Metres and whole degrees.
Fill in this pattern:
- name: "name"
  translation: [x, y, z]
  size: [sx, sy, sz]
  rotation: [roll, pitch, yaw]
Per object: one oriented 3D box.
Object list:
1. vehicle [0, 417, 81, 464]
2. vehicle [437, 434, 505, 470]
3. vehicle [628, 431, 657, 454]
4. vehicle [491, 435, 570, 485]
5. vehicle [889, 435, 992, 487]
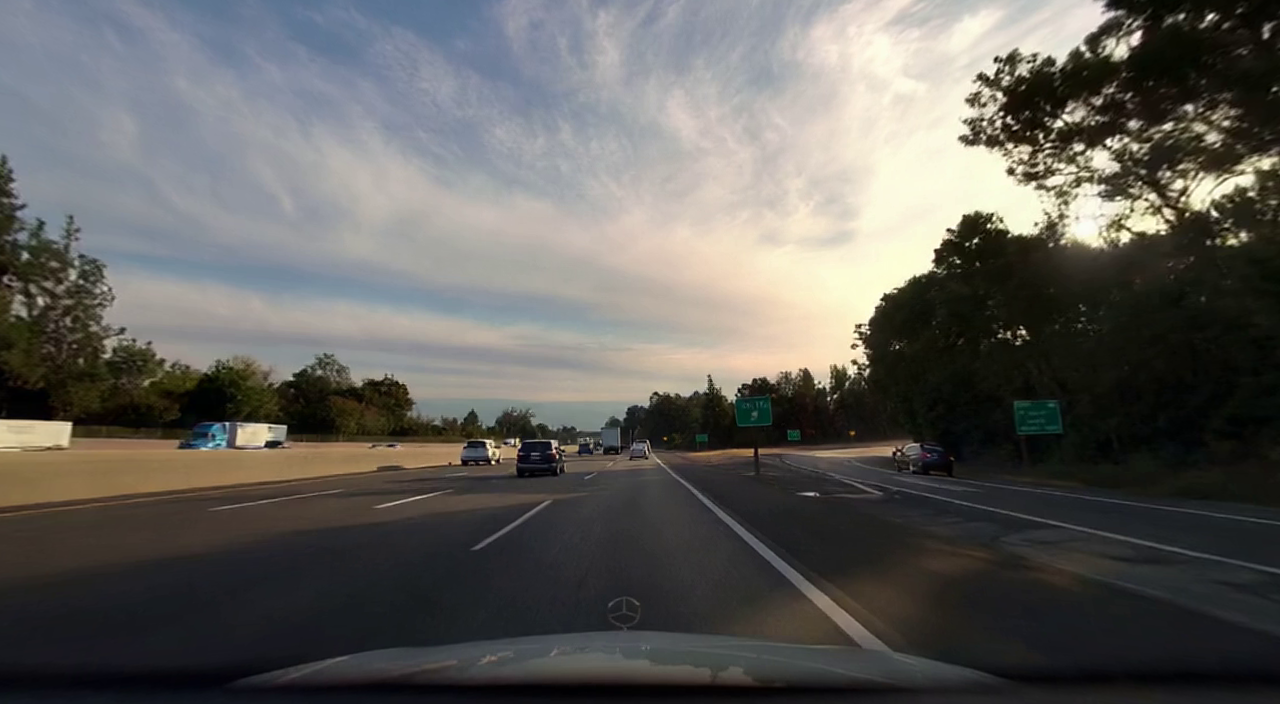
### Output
- name: "vehicle"
  translation: [-43.781, 6.145, 43.346]
  size: [3.010, 3.066, 8.118]
  rotation: [0, -9, 0]
- name: "vehicle"
  translation: [-10.494, 6.298, 39.811]
  size: [2.519, 2.029, 6.180]
  rotation: [0, -9, 1]
- name: "vehicle"
  translation: [0.210, 7.140, 49.437]
  size: [2.146, 1.687, 4.341]
  rotation: [0, -9, 1]
- name: "vehicle"
  translation: [-3.929, 3.973, 23.429]
  size: [2.094, 1.695, 4.260]
  rotation: [0, -9, 1]
- name: "vehicle"
  translation: [11.706, 4.266, 24.972]
  size: [2.200, 1.827, 4.822]
  rotation: [-1, -9, 7]
